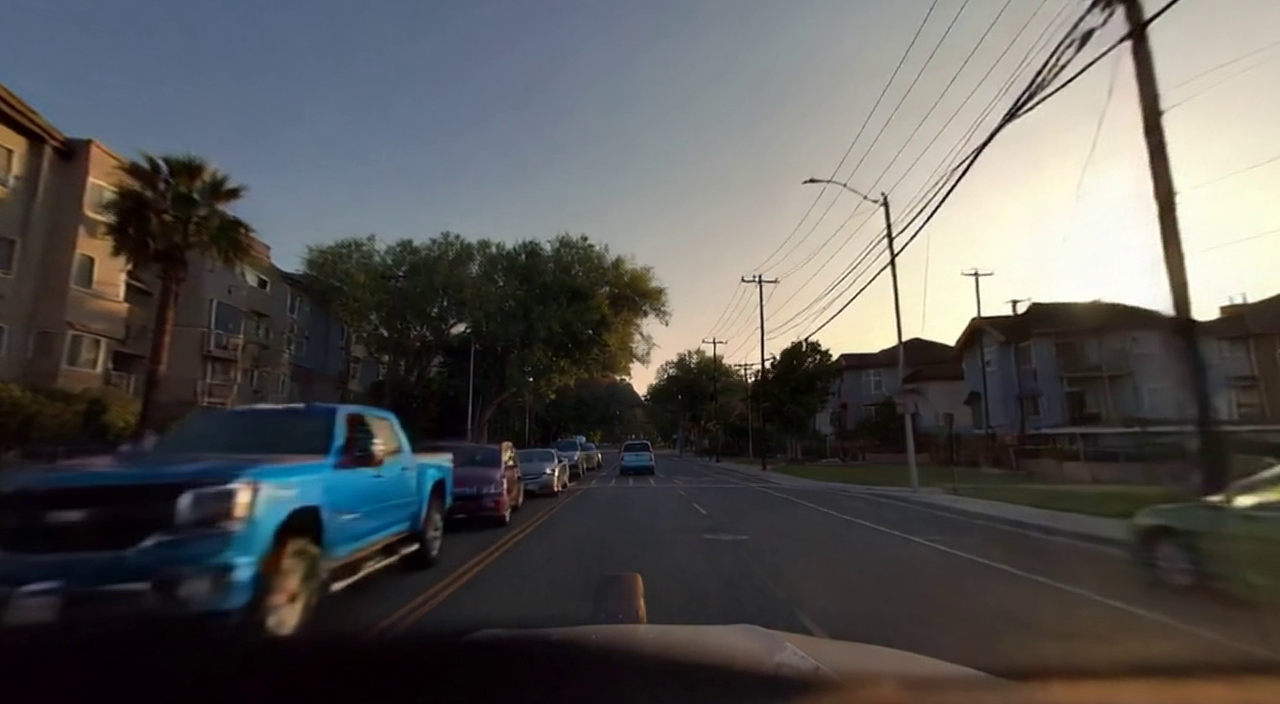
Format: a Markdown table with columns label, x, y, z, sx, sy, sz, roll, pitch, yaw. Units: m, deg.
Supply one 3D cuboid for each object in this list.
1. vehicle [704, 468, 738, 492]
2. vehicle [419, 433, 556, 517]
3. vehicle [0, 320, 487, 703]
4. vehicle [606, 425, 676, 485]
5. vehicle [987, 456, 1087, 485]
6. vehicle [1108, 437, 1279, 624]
| label | x | y | z | sx | sy | sz | roll | pitch | yaw |
| --- | --- | --- | --- | --- | --- | --- | --- | --- | --- |
| vehicle | 6.217 | 9.882 | 49.144 | 2.023 | 1.611 | 4.614 | 0 | -9 | 0 |
| vehicle | -3.033 | 2.530 | 13.510 | 1.893 | 1.518 | 4.024 | 0 | -8 | 0 |
| vehicle | -2.910 | 1.146 | 4.950 | 2.178 | 1.861 | 4.920 | 0 | -8 | 0 |
| vehicle | 0.074 | 3.790 | 23.116 | 2.308 | 1.940 | 4.125 | -1 | -10 | 1 |
| vehicle | 21.937 | 6.540 | 35.011 | 4.262 | 1.474 | 1.929 | 0 | -8 | -3 |
| vehicle | 6.132 | 1.341 | 4.445 | 1.943 | 1.490 | 4.783 | 0 | -8 | -1 |
